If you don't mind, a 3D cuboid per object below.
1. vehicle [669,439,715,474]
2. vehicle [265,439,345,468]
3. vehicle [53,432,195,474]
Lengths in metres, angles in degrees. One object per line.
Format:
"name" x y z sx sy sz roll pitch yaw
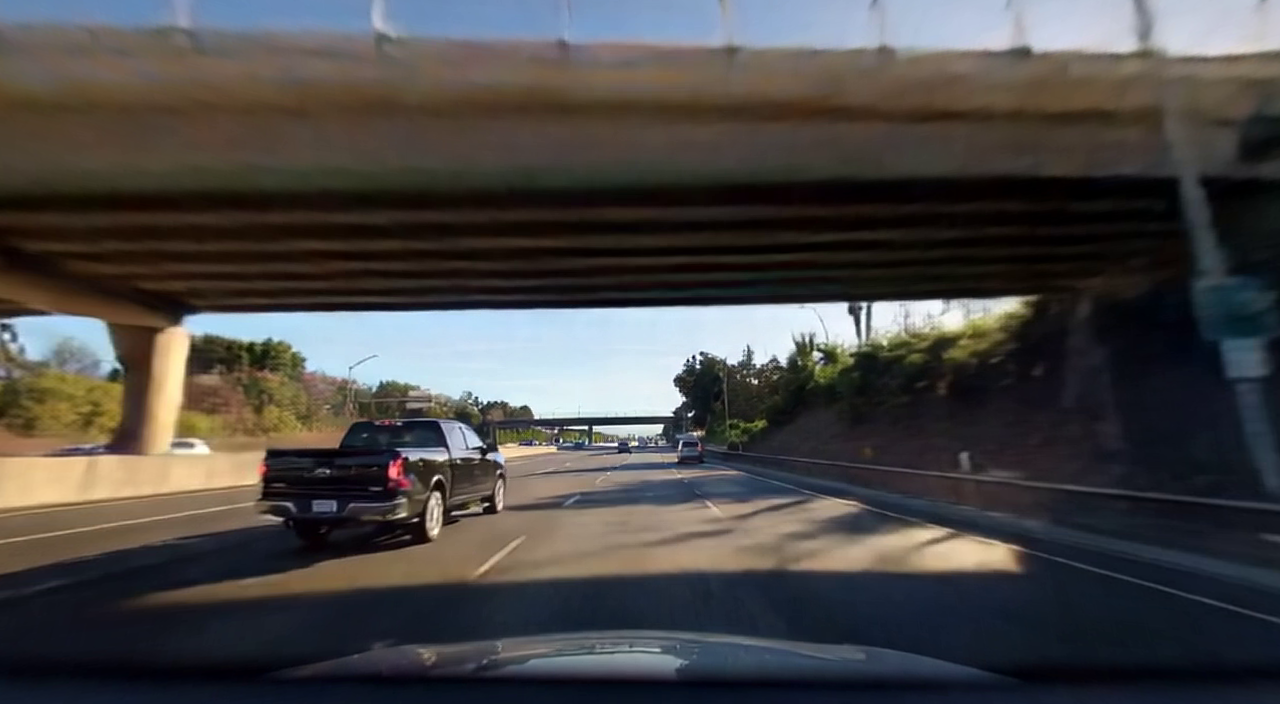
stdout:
"vehicle" 2.632 5.379 32.751 2.010 1.637 4.940 0 -8 1
"vehicle" -20.105 6.090 38.114 2.048 1.600 4.946 0 -8 1
"vehicle" -23.473 4.612 29.035 2.123 1.721 5.137 0 -8 0
